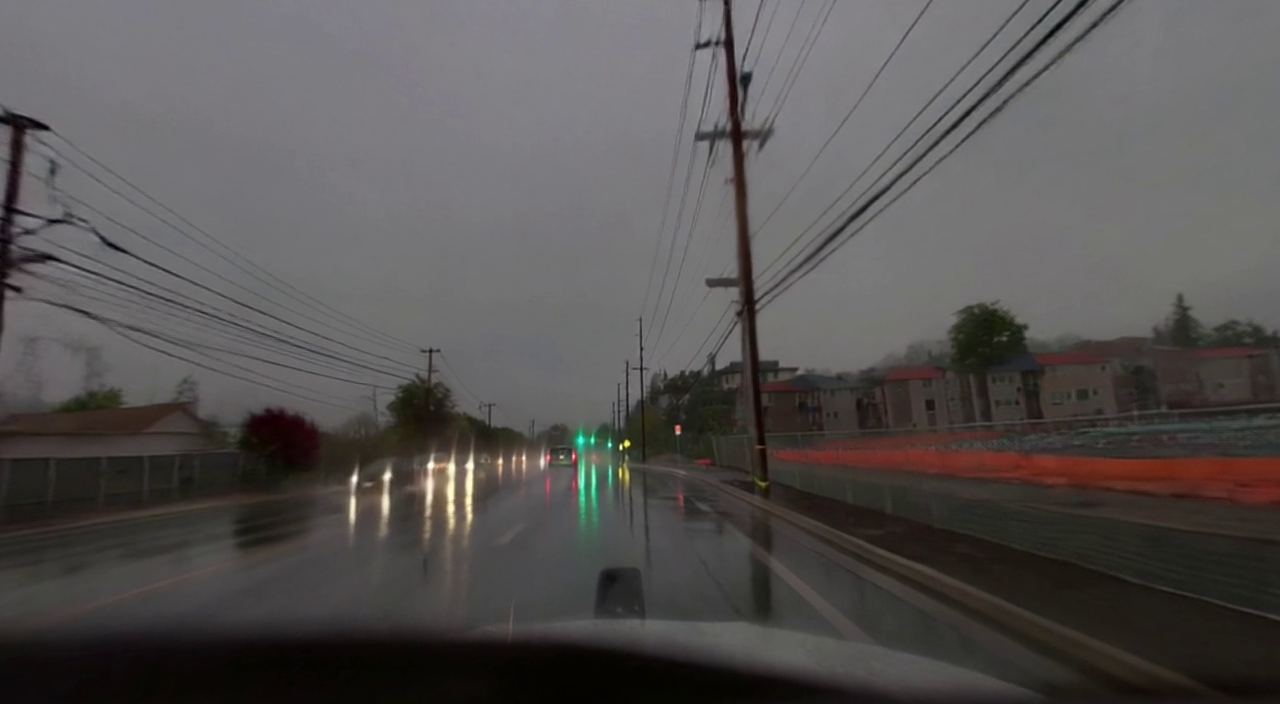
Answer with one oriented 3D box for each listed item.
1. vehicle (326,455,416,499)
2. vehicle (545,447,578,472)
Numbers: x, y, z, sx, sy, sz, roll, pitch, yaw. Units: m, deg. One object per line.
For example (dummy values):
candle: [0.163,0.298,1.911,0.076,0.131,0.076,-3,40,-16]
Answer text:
vehicle: [-10.770,5.001,25.596,1.911,1.508,4.448,0,-9,-3]
vehicle: [-5.139,7.084,41.764,1.992,1.515,4.289,0,-9,-4]
